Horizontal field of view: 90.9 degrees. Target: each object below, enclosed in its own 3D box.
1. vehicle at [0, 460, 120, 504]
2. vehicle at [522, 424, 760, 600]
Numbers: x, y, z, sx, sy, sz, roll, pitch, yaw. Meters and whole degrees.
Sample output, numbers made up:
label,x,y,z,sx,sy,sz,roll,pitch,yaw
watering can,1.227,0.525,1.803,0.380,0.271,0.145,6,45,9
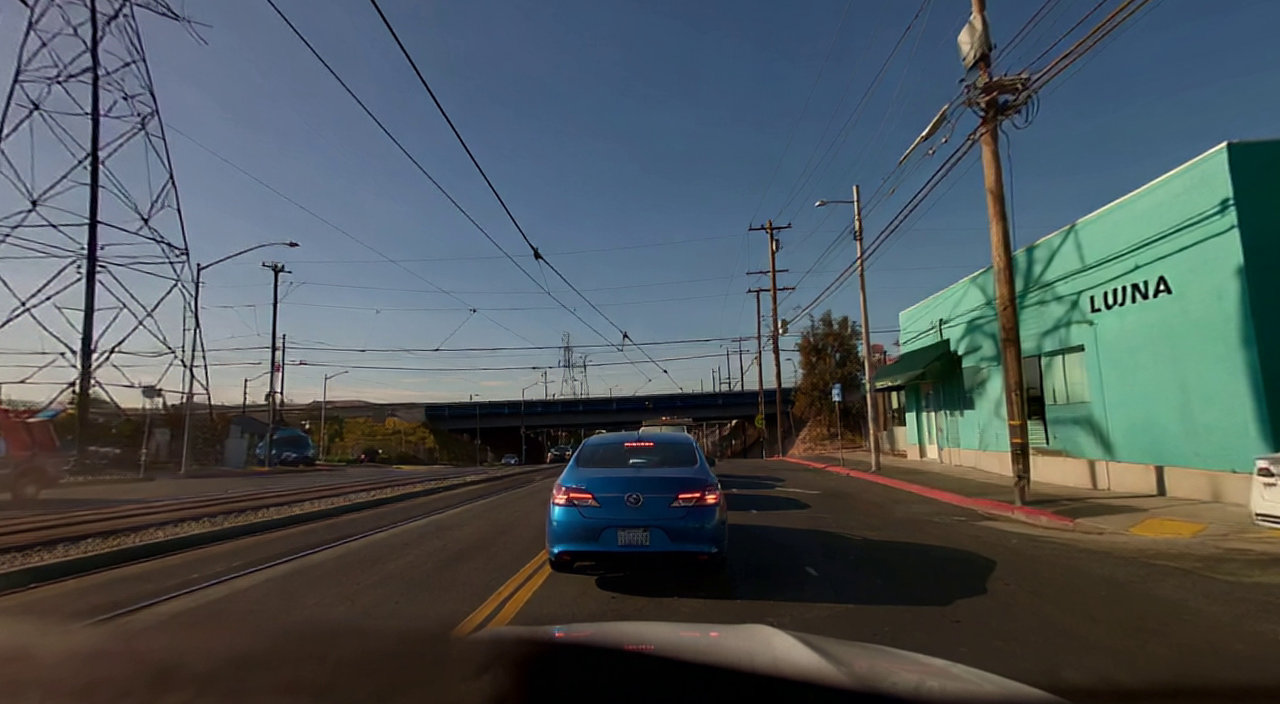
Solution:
label,x,y,z,sx,sy,sz,roll,pitch,yaw
vehicle,-21.937,4.675,22.841,4.566,1.453,1.935,-1,-9,5
vehicle,0.094,1.710,7.619,2.090,1.518,4.033,-1,-9,3
